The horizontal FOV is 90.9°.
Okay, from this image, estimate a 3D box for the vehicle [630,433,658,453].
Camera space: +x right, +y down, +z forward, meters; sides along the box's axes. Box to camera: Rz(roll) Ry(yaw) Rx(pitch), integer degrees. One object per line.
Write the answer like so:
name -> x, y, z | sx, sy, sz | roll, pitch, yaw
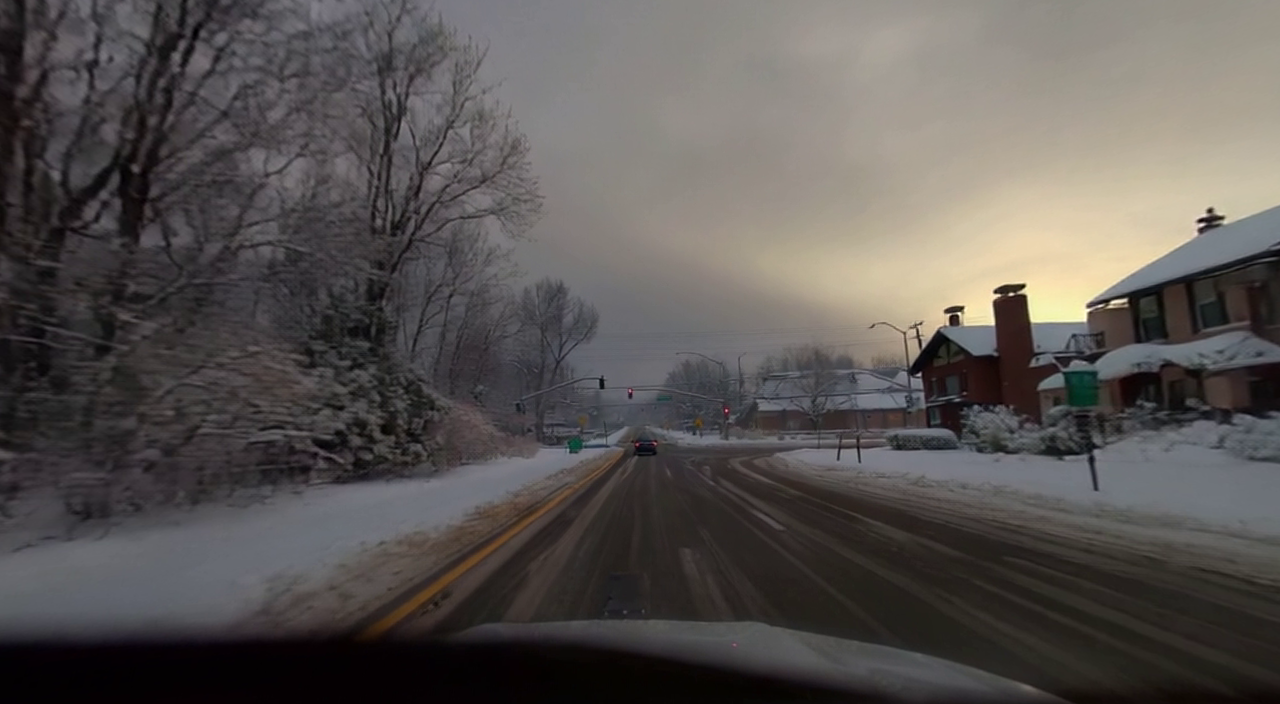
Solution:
vehicle -> 0.258, 6.915, 47.822 | 2.056, 1.473, 4.380 | 0, -8, -1
